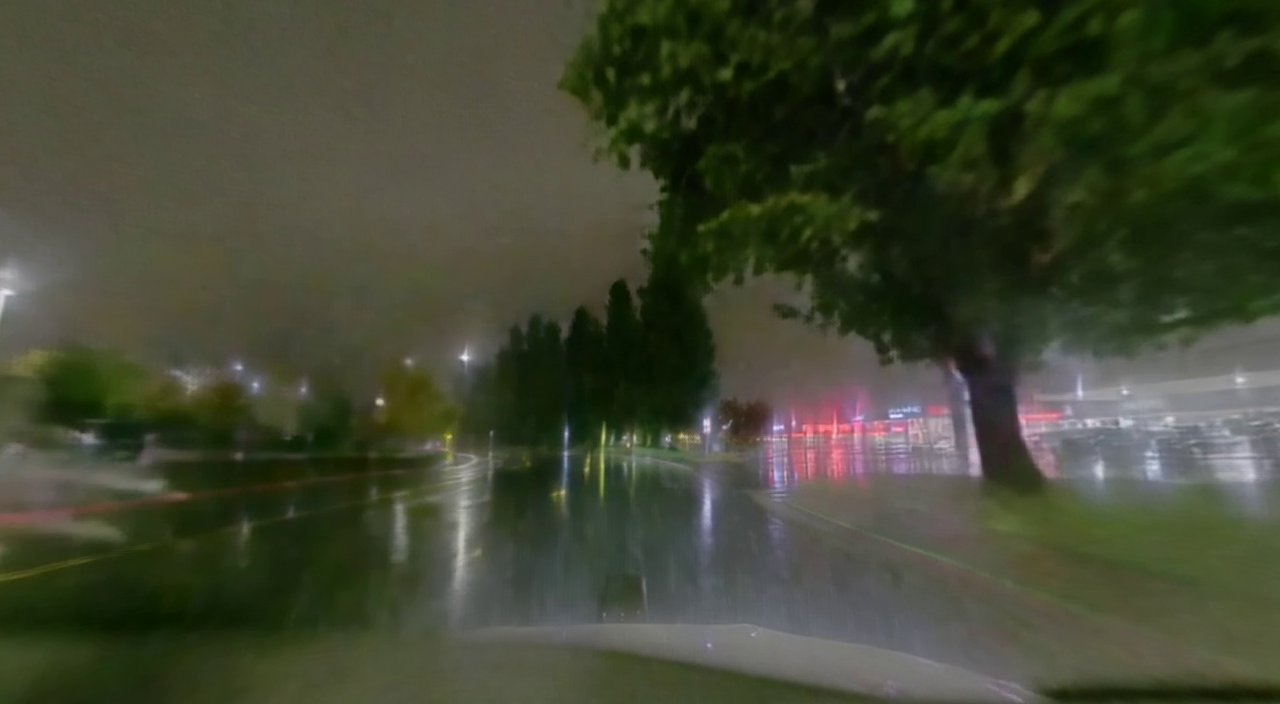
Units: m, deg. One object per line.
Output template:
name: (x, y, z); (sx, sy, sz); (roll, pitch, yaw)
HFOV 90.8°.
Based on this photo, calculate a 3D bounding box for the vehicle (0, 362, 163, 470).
vehicle: (-19.886, 2.110, 20.477); (6.595, 3.267, 2.535); (0, -8, 0)
